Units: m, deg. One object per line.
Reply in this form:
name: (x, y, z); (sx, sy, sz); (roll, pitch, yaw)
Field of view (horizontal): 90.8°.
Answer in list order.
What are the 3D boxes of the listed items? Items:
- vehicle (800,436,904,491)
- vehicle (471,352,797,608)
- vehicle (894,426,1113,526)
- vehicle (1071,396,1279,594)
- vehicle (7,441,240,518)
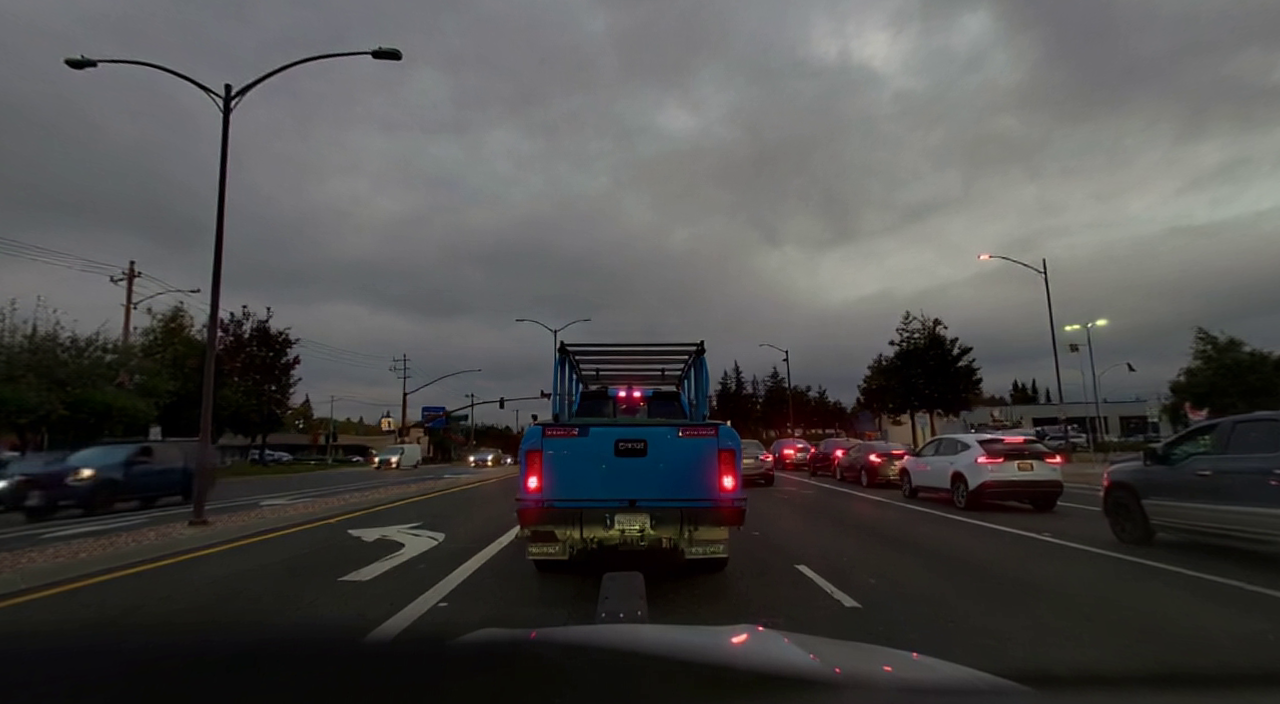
vehicle: (7.063, 3.743, 21.592); (1.953, 1.665, 4.327); (0, -9, -2)
vehicle: (-0.099, 1.475, 8.164); (2.682, 2.117, 5.706); (0, -9, -1)
vehicle: (7.070, 2.440, 12.962); (1.931, 1.692, 4.267); (0, -9, 0)
vehicle: (6.807, 1.358, 6.132); (2.023, 1.771, 4.488); (0, -9, 0)
vehicle: (-12.359, 3.039, 15.639); (1.928, 1.591, 4.509); (0, -9, 0)
